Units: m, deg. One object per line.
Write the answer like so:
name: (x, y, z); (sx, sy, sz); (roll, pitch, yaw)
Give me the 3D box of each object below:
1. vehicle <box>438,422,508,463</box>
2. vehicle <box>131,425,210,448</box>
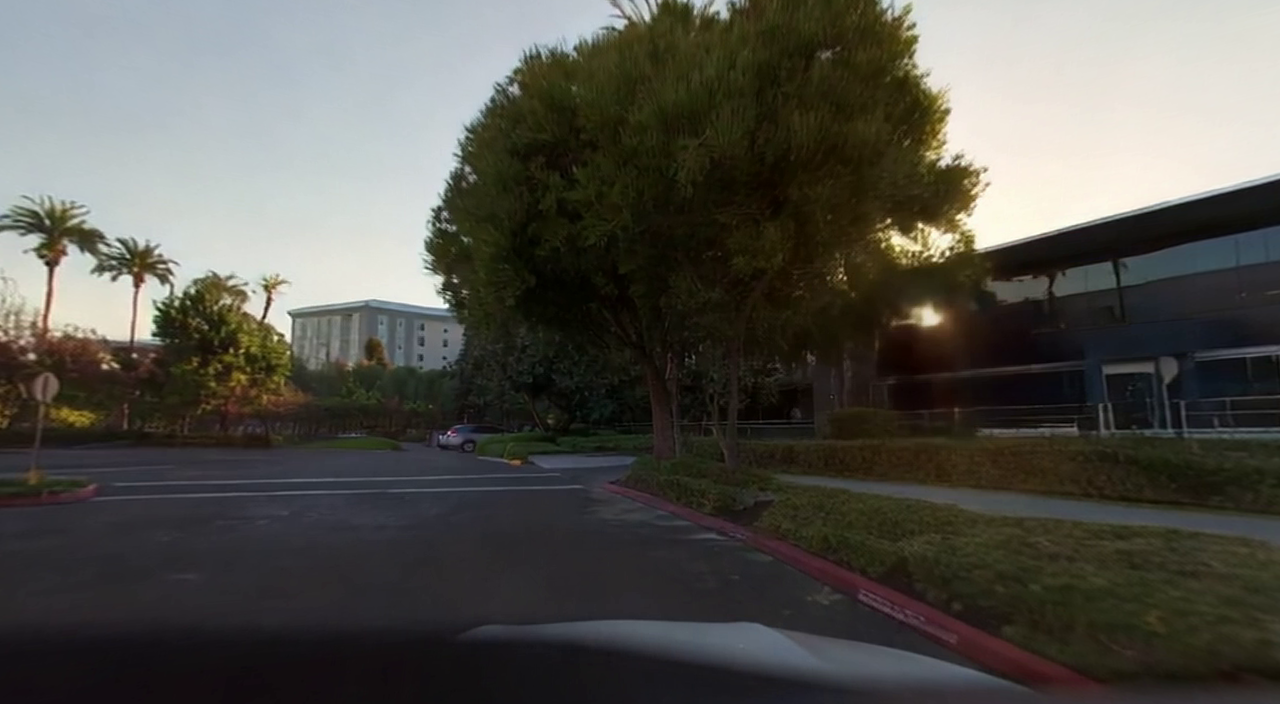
vehicle: (-7.589, 4.080, 28.380); (2.071, 1.700, 4.367); (4, -10, -27)
vehicle: (-34.563, 6.260, 46.549); (4.457, 1.552, 1.748); (7, -11, -40)
